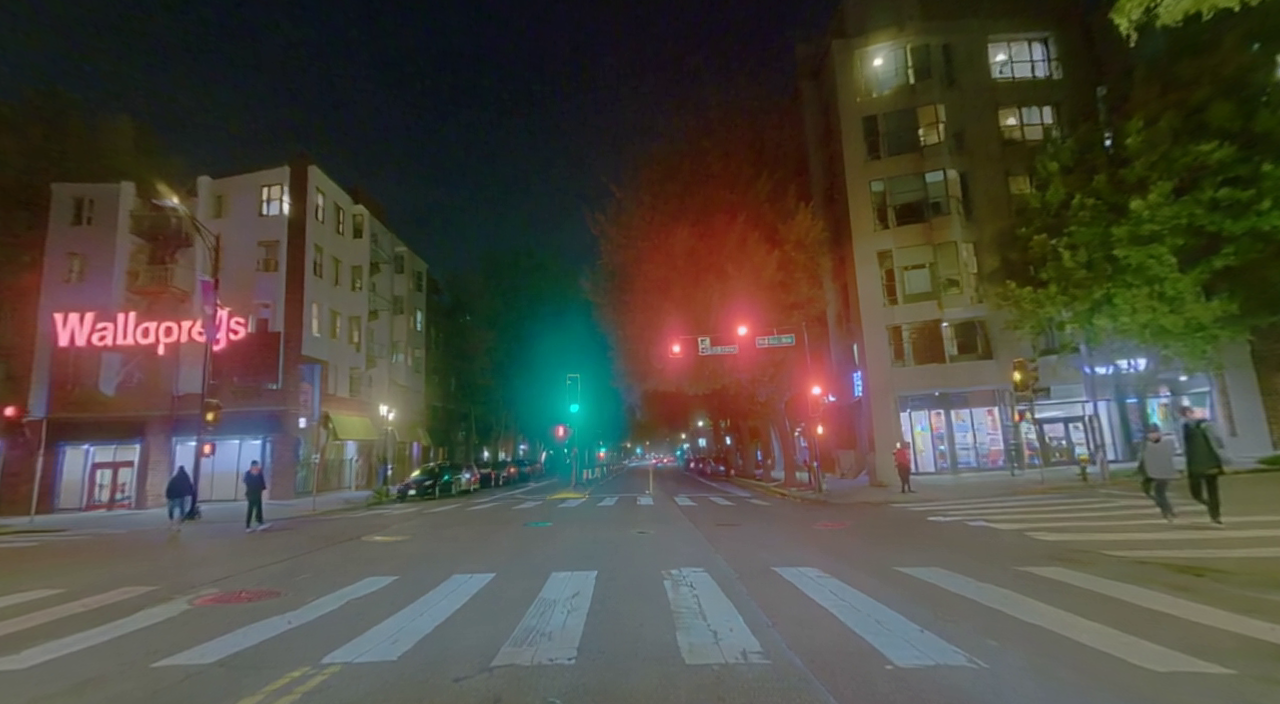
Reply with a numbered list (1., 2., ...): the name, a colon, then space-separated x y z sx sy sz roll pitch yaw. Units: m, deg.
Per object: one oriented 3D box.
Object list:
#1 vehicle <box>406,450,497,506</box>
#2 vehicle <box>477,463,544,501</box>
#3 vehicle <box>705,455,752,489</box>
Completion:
1. vehicle: -8.815 5.909 30.309 2.489 2.323 5.843 0 -8 1
2. vehicle: -5.757 5.829 28.625 1.983 1.438 4.559 0 -8 1
3. vehicle: 5.194 7.103 37.714 2.010 1.844 4.386 0 -8 -2
